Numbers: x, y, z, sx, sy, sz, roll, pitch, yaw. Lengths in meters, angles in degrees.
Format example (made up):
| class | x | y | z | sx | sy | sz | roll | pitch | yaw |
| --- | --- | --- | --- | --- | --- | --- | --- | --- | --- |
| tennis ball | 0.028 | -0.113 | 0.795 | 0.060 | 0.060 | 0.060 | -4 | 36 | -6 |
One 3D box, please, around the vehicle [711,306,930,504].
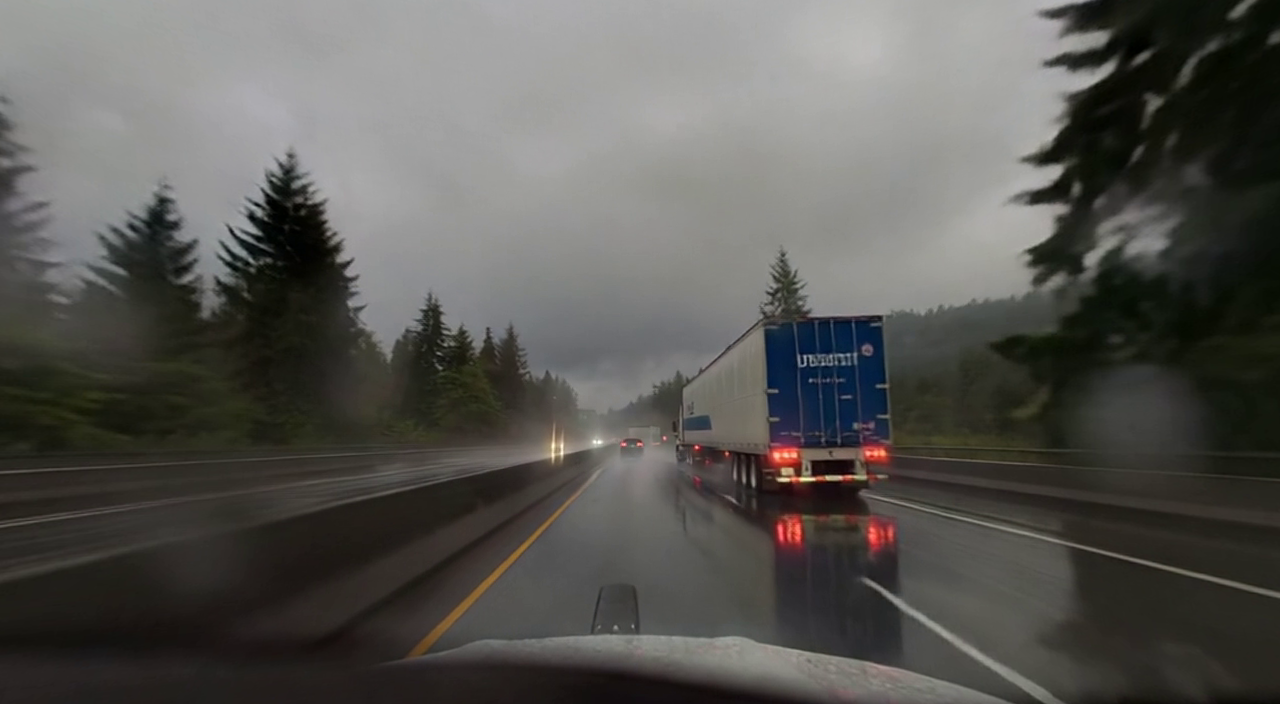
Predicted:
| class | x | y | z | sx | sy | sz | roll | pitch | yaw |
| --- | --- | --- | --- | --- | --- | --- | --- | --- | --- |
| vehicle | 3.973 | 1.572 | 16.470 | 3.006 | 3.850 | 8.310 | 0 | -8 | -1 |
